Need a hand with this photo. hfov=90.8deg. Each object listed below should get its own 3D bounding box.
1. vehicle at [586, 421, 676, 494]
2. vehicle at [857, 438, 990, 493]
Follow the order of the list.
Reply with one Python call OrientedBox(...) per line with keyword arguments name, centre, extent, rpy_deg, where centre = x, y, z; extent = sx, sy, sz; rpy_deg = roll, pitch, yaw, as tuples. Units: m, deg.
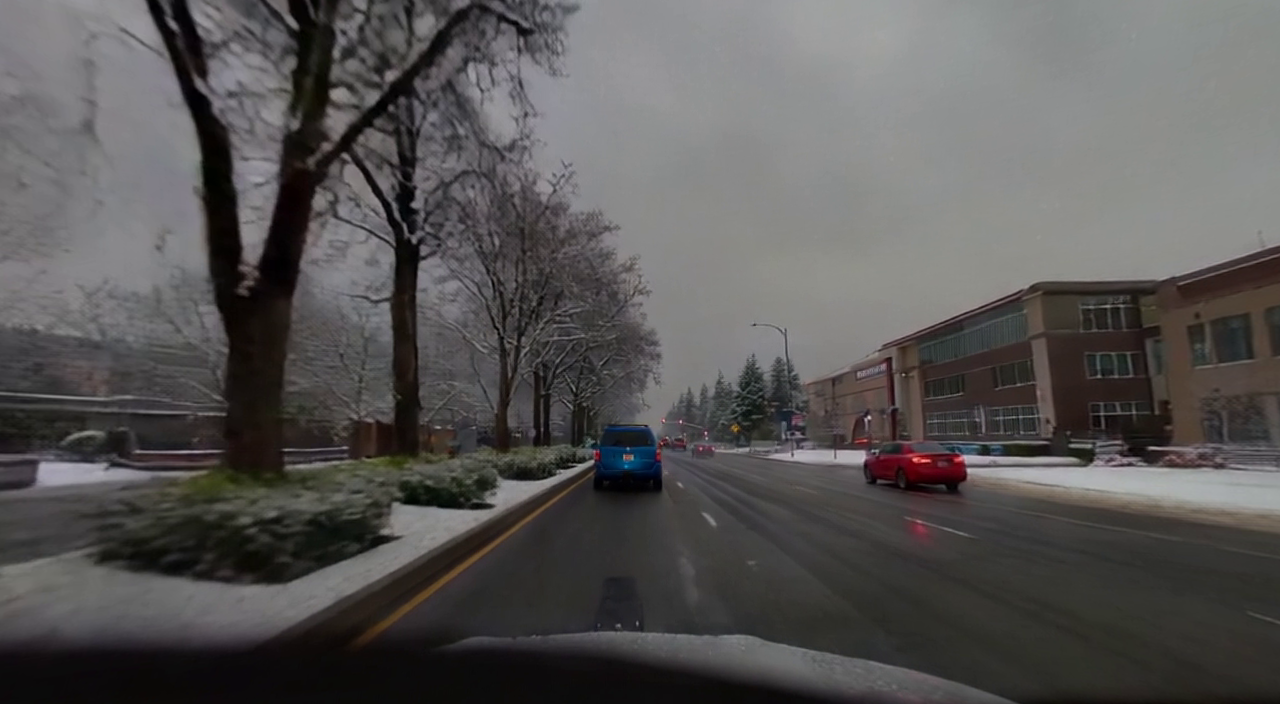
OrientedBox(name="vehicle", centre=(-0.259, 2.993, 18.163), extent=(2.277, 1.816, 4.192), rpy_deg=(0, -9, -1))
OrientedBox(name="vehicle", centre=(8.440, 3.420, 19.356), extent=(2.002, 1.456, 4.631), rpy_deg=(0, -9, 1))
